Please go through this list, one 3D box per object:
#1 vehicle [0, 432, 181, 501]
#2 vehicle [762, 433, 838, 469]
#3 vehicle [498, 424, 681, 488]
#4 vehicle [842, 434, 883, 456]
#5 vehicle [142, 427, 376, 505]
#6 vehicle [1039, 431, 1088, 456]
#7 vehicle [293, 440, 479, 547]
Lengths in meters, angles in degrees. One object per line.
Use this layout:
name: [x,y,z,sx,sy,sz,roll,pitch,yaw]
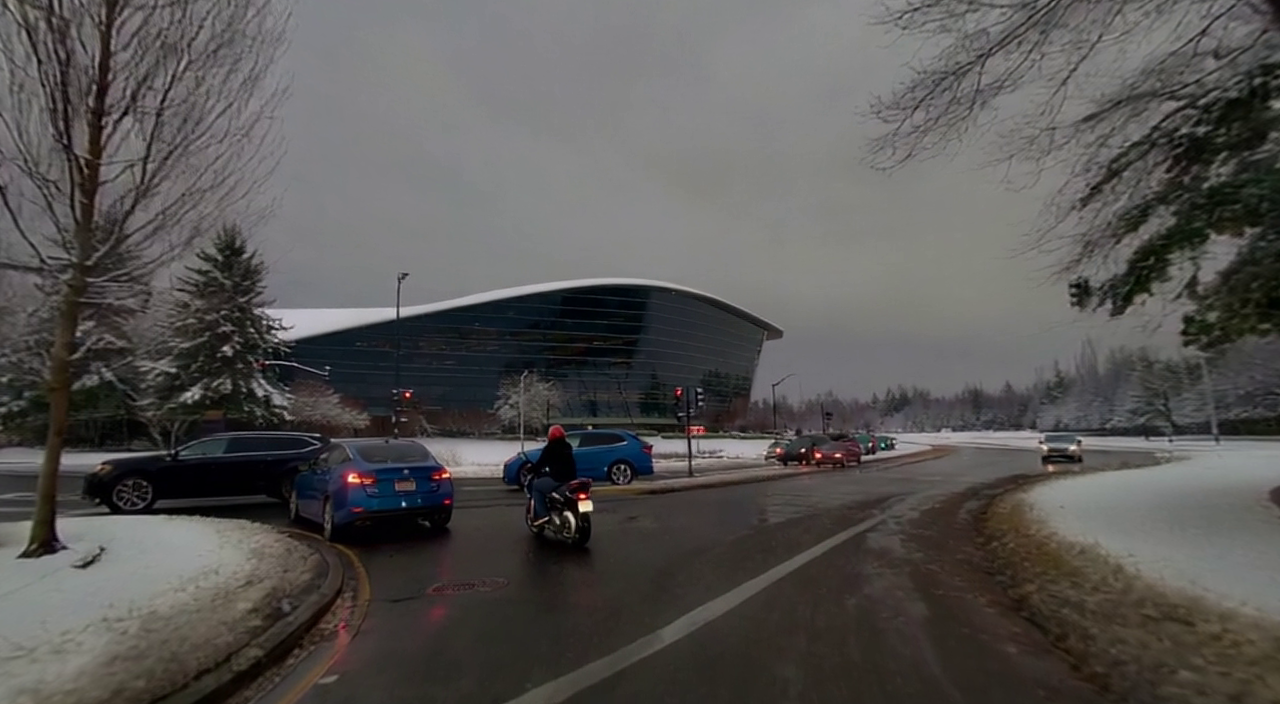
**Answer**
vehicle: [-15.599,3.129,17.465,4.380,1.727,2.052,-2,-8,10]
vehicle: [8.100,4.912,31.621,2.084,1.656,4.583,-6,-10,35]
vehicle: [-1.700,3.545,21.879,5.833,1.960,2.341,4,-9,-27]
vehicle: [16.356,6.836,46.320,2.024,1.543,4.028,-5,-9,30]
vehicle: [-9.330,2.812,15.755,4.583,1.755,1.936,-1,-8,2]
vehicle: [26.266,5.681,39.251,1.872,1.467,4.385,-4,-9,26]
vehicle: [-4.595,2.288,11.034,2.009,1.450,4.182,5,-10,-35]
